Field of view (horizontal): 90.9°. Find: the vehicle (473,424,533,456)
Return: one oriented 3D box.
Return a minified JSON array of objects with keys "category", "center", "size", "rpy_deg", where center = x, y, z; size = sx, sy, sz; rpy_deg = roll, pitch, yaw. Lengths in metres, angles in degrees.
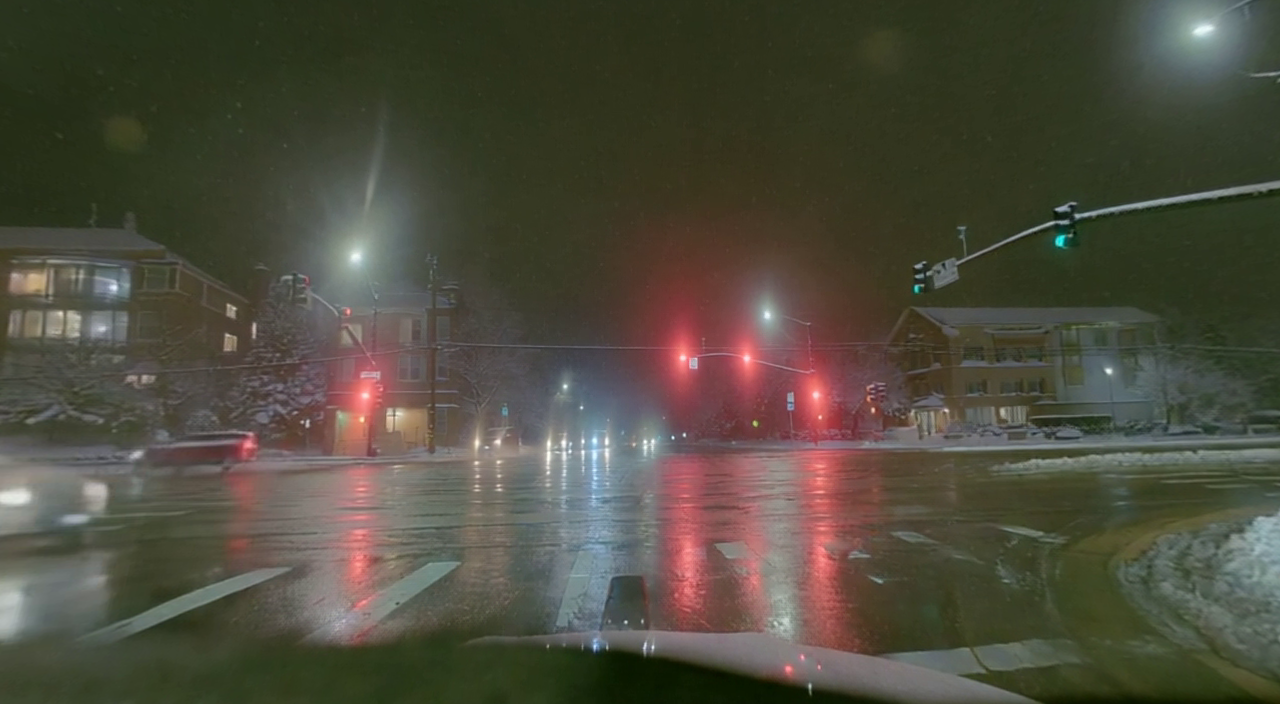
[{"category":"vehicle","center":[-8.491,5.552,39.614],"size":[2.000,1.864,5.044],"rpy_deg":[-1,-9,9]}]

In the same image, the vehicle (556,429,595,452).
[{"category":"vehicle","center":[-4.391,6.171,43.772],"size":[1.919,1.467,4.086],"rpy_deg":[-1,-9,5]}]

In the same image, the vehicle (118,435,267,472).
[{"category":"vehicle","center":[-18.263,4.153,25.945],"size":[4.510,1.431,1.884],"rpy_deg":[1,-9,-10]}]
